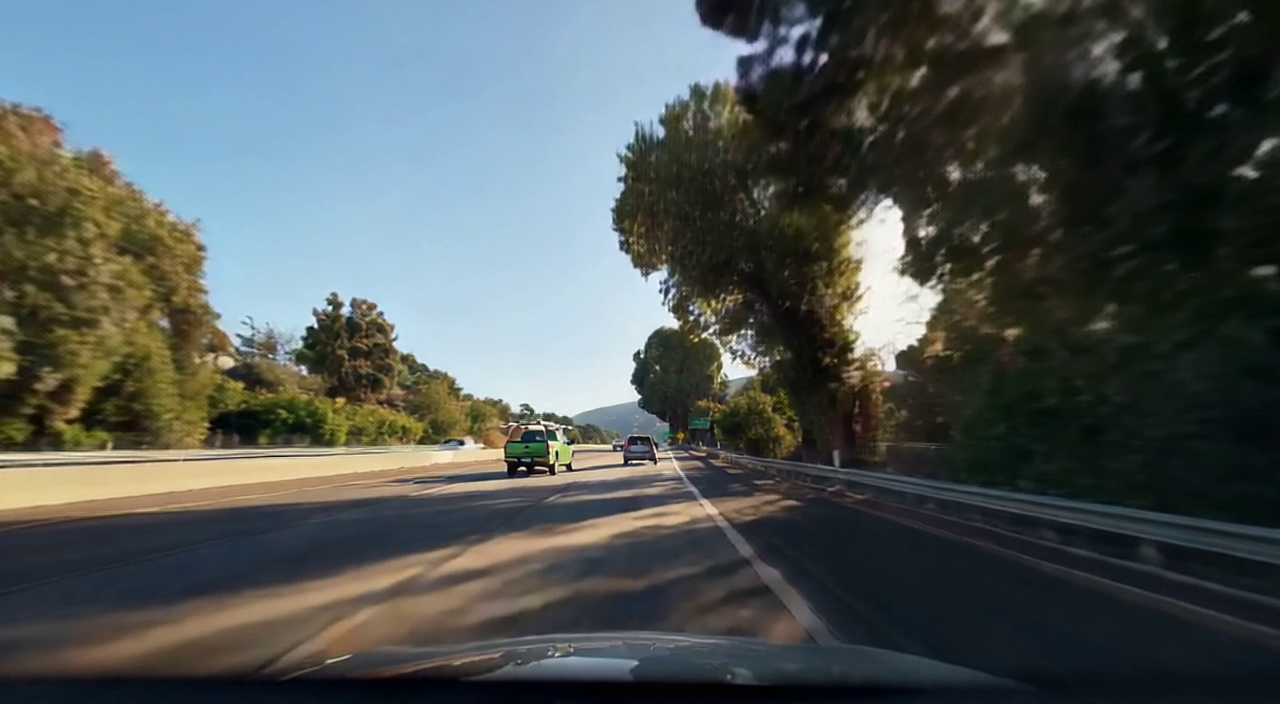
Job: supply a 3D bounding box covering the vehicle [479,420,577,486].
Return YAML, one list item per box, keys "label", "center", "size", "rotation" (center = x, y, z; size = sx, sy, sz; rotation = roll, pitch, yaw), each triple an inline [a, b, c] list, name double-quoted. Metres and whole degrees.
- label: "vehicle"
  center: [-3.568, 3.360, 21.163]
  size: [2.250, 1.947, 4.860]
  rotation: [0, -8, 2]

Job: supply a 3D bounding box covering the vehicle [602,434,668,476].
- label: "vehicle"
  center: [-0.135, 4.611, 28.483]
  size: [2.715, 1.669, 5.163]
  rotation: [0, -8, 1]
